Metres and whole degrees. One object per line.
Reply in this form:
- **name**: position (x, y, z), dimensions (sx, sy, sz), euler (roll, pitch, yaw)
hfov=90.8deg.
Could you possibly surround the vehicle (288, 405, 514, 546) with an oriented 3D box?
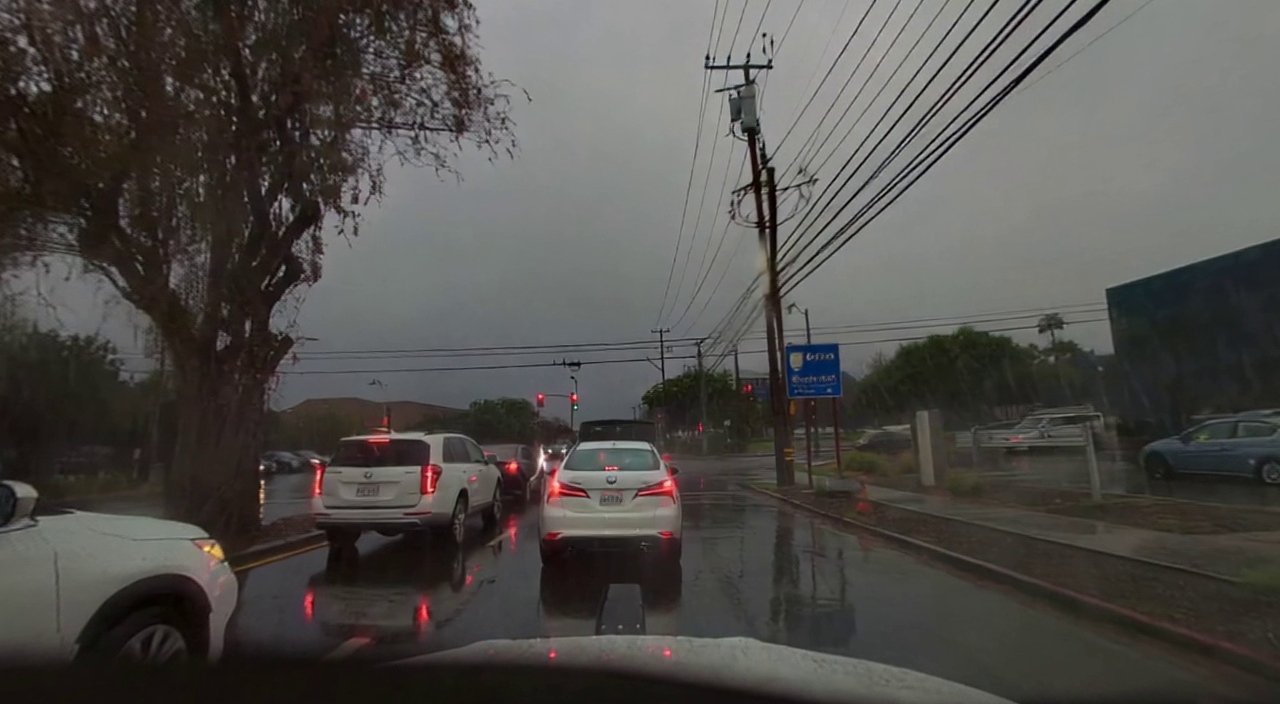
- **vehicle**: position (-3.844, 2.089, 11.374), dimensions (2.147, 1.963, 4.927), euler (0, -8, -1)

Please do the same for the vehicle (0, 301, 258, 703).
- **vehicle**: position (-3.591, 0.636, 1.519), dimensions (2.085, 1.943, 5.053), euler (0, -8, 1)

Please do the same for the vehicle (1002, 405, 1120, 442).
- **vehicle**: position (26.847, 4.633, 40.506), dimensions (5.782, 2.286, 2.223), euler (-1, -9, 4)

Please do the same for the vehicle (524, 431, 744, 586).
- **vehicle**: position (-0.106, 1.807, 8.158), dimensions (2.121, 1.474, 3.968), euler (0, -8, -2)

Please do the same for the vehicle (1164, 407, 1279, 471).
- **vehicle**: position (17.030, 2.542, 18.290), dimensions (1.858, 1.622, 4.491), euler (-5, -10, 28)
